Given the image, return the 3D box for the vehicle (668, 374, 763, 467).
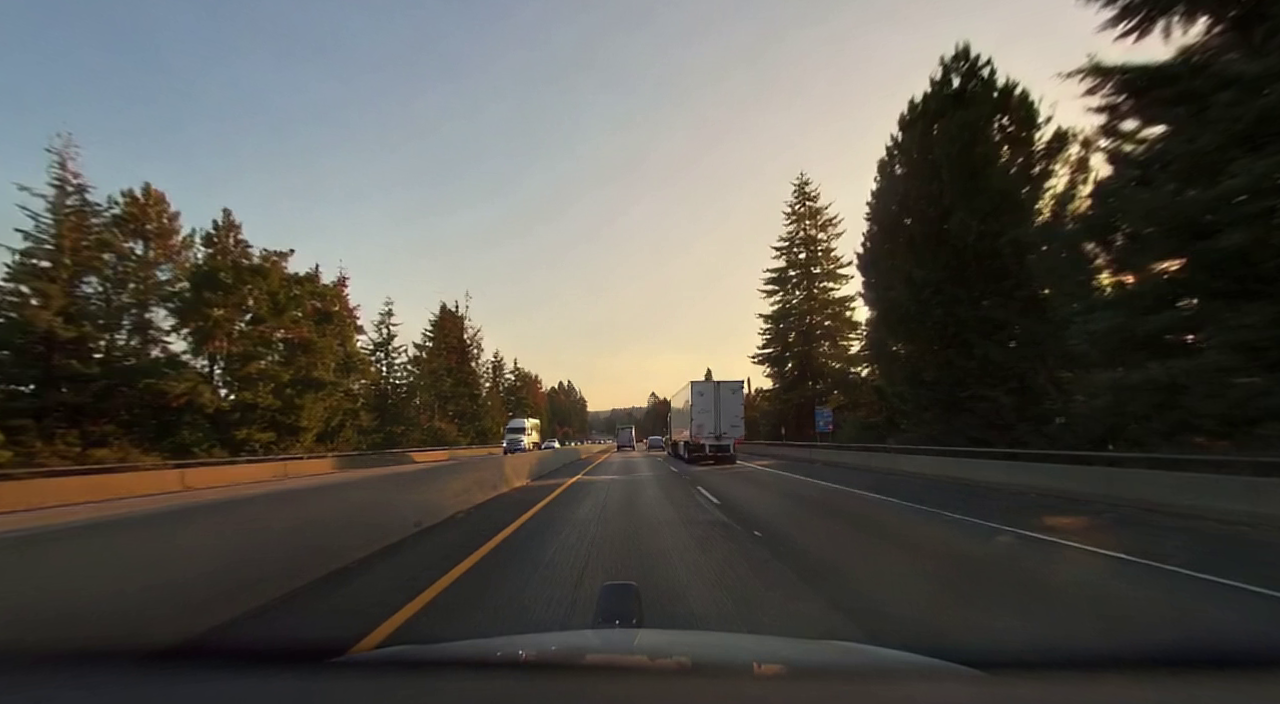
[{"bbox_3d":[3.567,3.877,34.057,3.038,3.975,13.887,0,-8,-2],"label":"vehicle"}]
